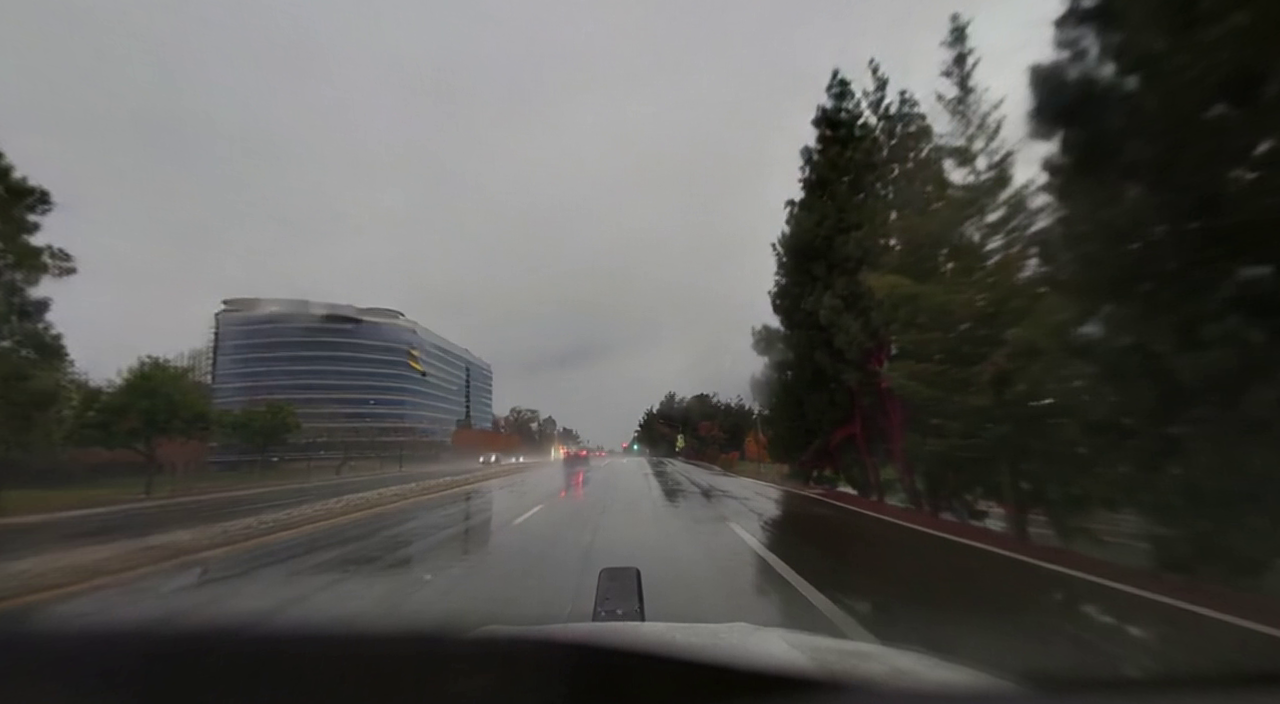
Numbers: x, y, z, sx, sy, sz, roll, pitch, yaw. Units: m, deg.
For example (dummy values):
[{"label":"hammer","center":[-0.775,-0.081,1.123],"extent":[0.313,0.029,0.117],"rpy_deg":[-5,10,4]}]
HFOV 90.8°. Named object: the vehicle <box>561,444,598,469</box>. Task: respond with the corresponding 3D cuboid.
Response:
[{"label":"vehicle","center":[-3.874,6.777,41.147],"extent":[1.984,1.521,4.682],"rpy_deg":[0,-8,0]}]
